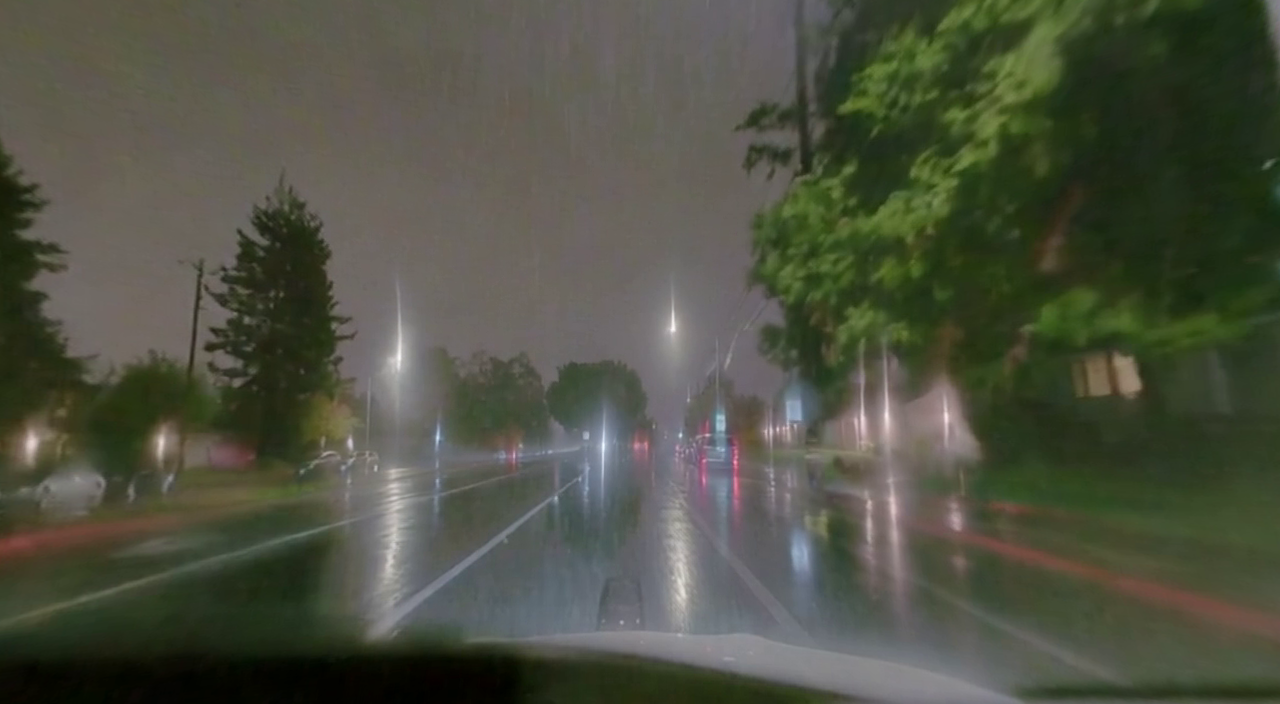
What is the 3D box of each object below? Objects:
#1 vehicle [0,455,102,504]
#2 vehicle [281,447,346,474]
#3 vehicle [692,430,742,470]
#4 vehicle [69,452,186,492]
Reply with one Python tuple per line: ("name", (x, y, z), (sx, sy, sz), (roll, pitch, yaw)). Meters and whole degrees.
("vehicle", (-24.413, 5.098, 25.504), (1.864, 1.575, 4.149), (-3, -6, -3))
("vehicle", (-24.155, 8.019, 46.947), (2.120, 1.824, 4.908), (-1, -8, 2))
("vehicle", (3.578, 4.651, 30.068), (2.013, 1.710, 4.403), (-1, -8, 3))
("vehicle", (-24.520, 5.729, 30.449), (1.999, 1.720, 4.253), (0, -8, 1))
